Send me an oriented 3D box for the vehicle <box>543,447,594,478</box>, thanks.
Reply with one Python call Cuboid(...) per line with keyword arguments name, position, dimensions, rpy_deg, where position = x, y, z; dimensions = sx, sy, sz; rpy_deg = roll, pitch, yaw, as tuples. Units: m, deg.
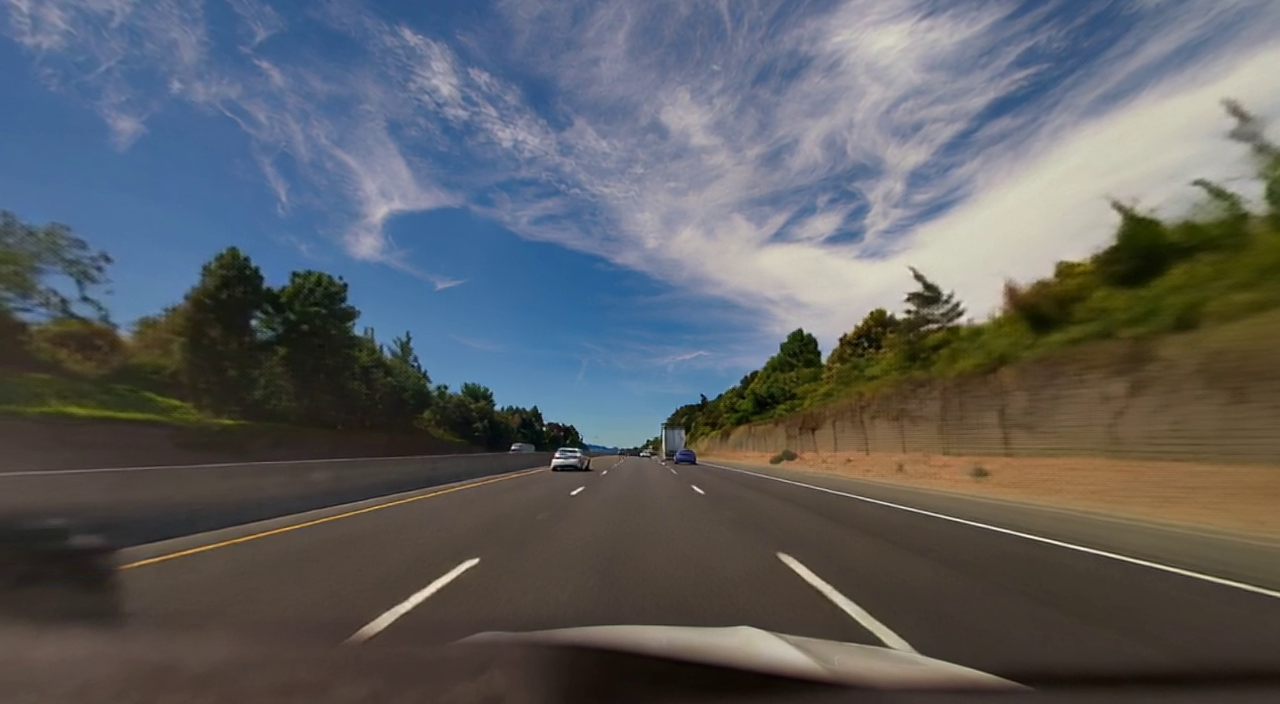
Cuboid(name="vehicle", position=(-3.819, 5.991, 34.503), dimensions=(2.129, 1.559, 5.272), rpy_deg=(0, -9, 1))
